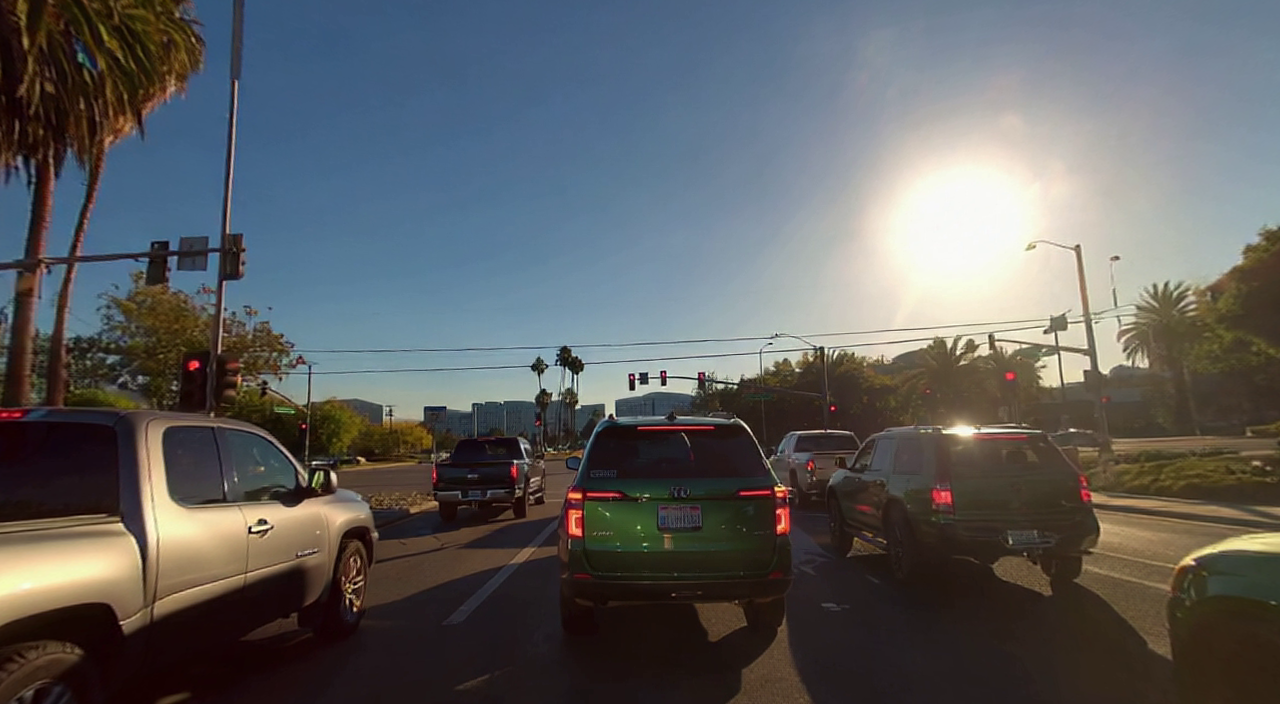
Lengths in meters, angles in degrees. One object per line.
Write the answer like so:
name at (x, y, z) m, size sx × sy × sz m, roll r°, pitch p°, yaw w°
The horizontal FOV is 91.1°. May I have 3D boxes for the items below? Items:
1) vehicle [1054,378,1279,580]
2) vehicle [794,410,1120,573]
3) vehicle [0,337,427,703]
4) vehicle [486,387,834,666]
vehicle at (7.310, 1.269, 6.348) m, size 2.337 × 1.925 × 5.728 m, roll 0°, pitch -8°, yaw 0°
vehicle at (3.995, 1.863, 9.282) m, size 2.072 × 1.704 × 5.170 m, roll 0°, pitch -8°, yaw -1°
vehicle at (-3.174, 1.089, 3.891) m, size 2.171 × 1.702 × 4.416 m, roll 0°, pitch -9°, yaw 0°
vehicle at (0.149, 1.373, 5.999) m, size 2.123 × 1.704 × 4.128 m, roll 0°, pitch -8°, yaw 1°
